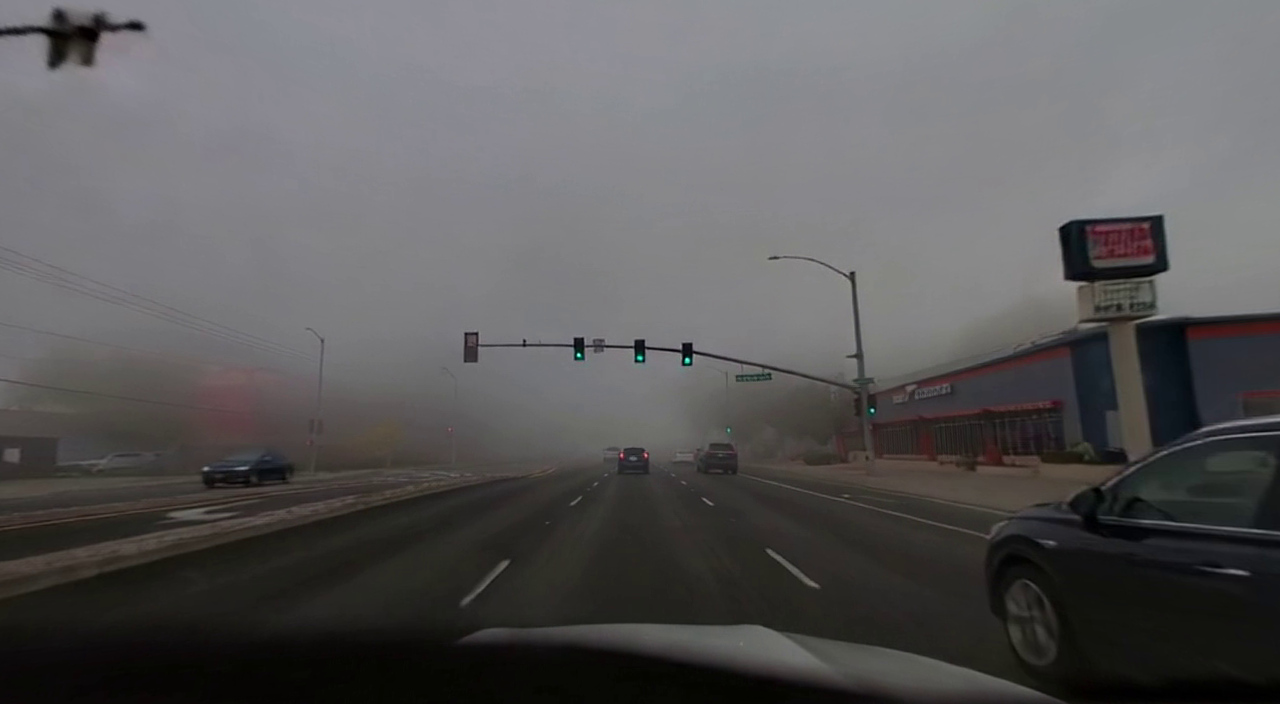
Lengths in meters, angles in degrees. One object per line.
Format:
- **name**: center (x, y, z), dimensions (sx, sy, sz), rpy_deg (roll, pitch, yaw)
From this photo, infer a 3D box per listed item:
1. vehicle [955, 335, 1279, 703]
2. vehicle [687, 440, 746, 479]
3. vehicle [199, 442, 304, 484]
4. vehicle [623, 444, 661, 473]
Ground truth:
- **vehicle**: center (3.067, 0.763, 1.872), dimensions (1.969, 1.682, 4.387), rpy_deg (0, -9, 0)
- **vehicle**: center (3.446, 4.935, 29.233), dimensions (2.085, 1.668, 4.077), rpy_deg (0, -9, -2)
- **vehicle**: center (-18.083, 5.174, 29.708), dimensions (2.069, 1.776, 4.543), rpy_deg (0, -9, -1)
- **vehicle**: center (0.079, 6.042, 36.160), dimensions (2.023, 1.532, 3.891), rpy_deg (0, -9, -1)
